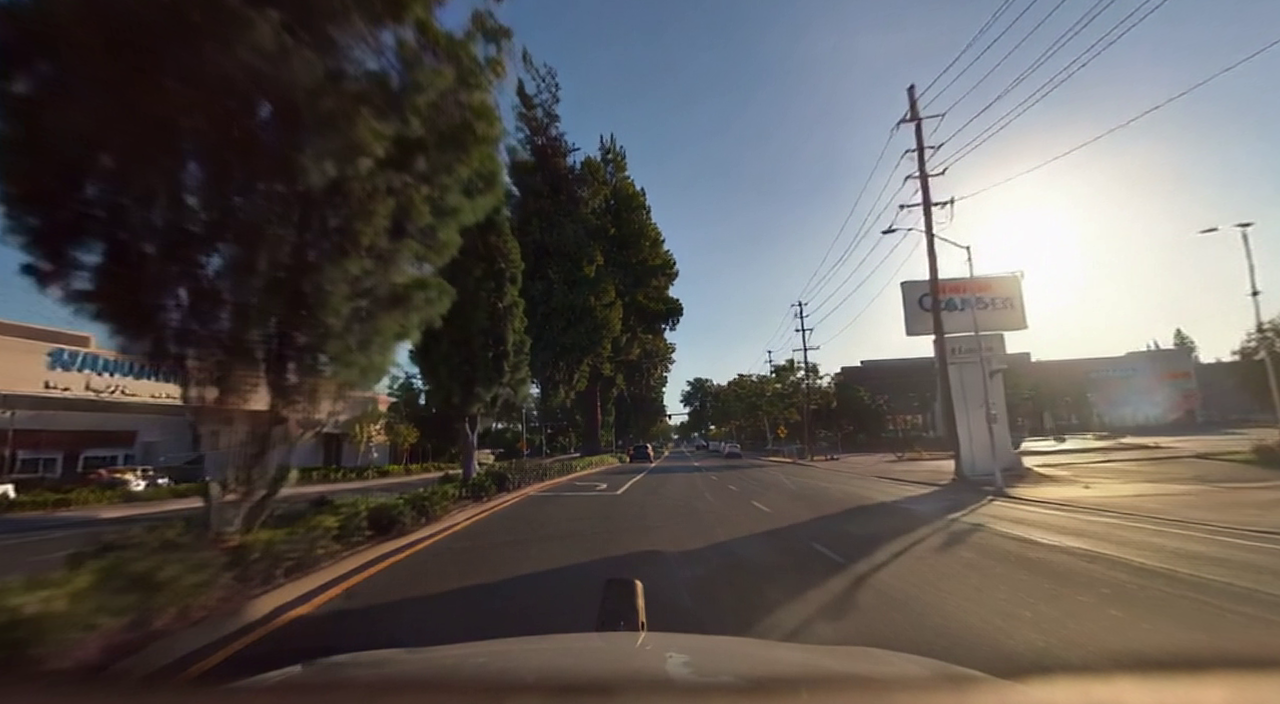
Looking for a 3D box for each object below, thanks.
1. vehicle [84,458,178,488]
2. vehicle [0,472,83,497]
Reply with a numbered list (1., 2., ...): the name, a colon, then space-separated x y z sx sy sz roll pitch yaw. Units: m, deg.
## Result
1. vehicle: -32.186 7.641 40.037 4.137 1.733 2.016 2 -10 1
2. vehicle: -44.604 9.764 46.779 2.035 1.594 4.977 -1 -9 2
